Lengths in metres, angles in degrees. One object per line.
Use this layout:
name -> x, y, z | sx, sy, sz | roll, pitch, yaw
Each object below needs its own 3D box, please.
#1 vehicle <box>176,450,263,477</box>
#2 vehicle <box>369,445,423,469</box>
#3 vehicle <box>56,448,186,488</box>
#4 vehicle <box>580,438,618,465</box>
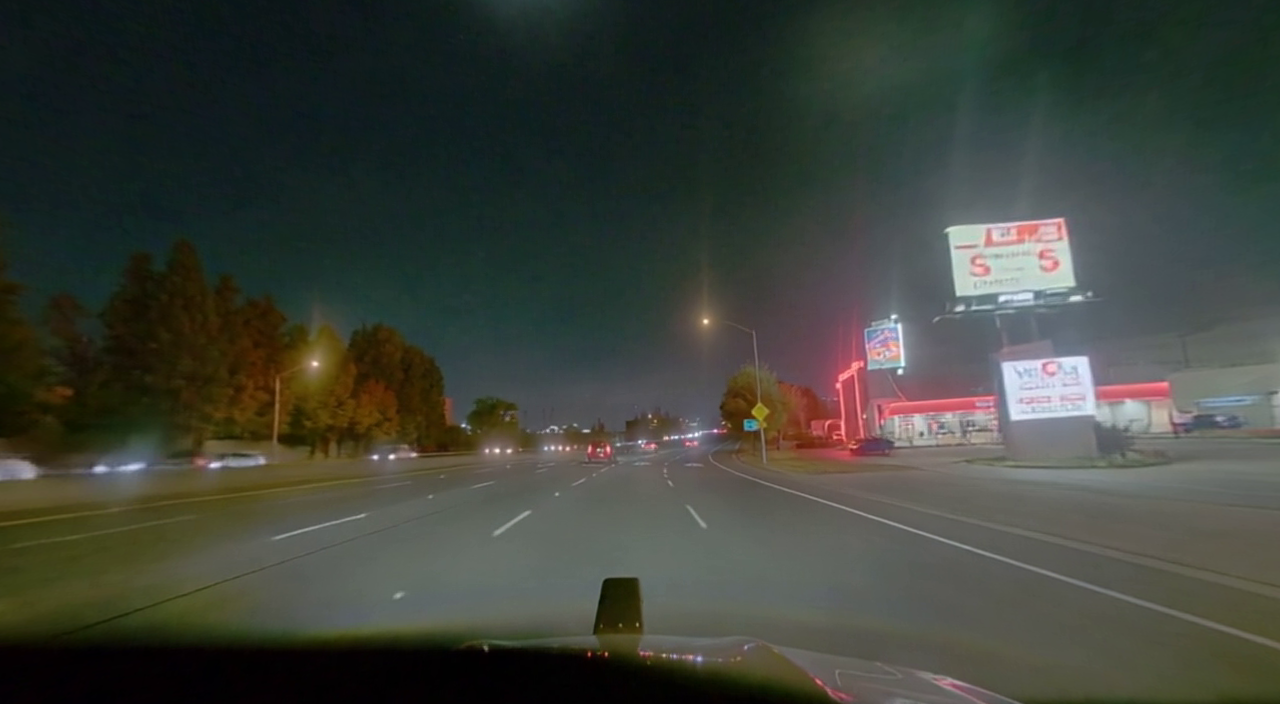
vehicle -> -29.122, 7.690, 44.000 | 2.016, 1.734, 5.503 | -1, -9, 3
vehicle -> -17.706, 7.638, 46.116 | 1.958, 1.678, 4.390 | -1, -9, 4
vehicle -> -25.529, 5.687, 31.375 | 2.032, 1.773, 5.009 | -1, -9, 2
vehicle -> -2.738, 6.803, 43.334 | 2.139, 1.782, 4.079 | -1, -9, 3
